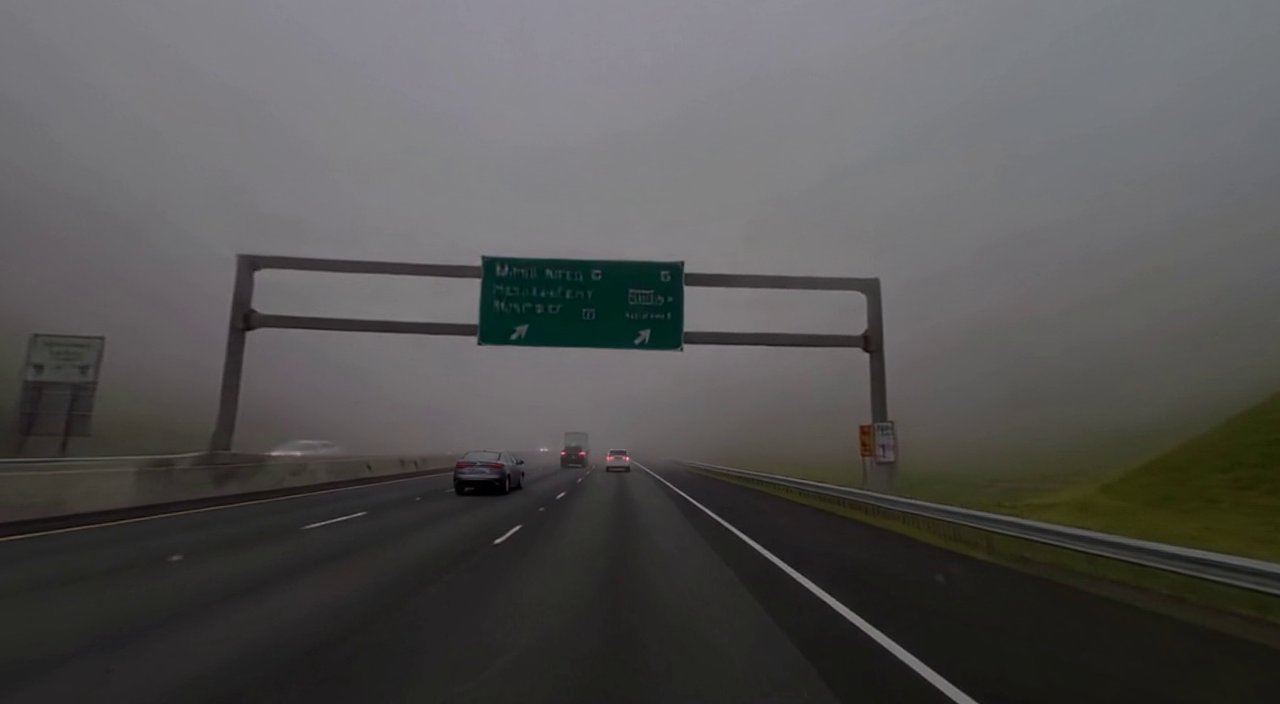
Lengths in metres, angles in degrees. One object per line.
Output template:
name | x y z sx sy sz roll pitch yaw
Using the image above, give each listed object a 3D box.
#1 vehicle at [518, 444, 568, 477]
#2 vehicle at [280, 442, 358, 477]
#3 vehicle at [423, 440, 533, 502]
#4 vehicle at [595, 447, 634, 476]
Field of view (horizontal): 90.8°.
vehicle | -5.202 5.865 34.292 2.118 1.624 4.032 0 -9 -1
vehicle | -15.402 5.171 30.509 1.869 1.545 3.739 0 -9 -2
vehicle | -4.653 3.481 18.867 2.208 1.619 4.162 0 -9 -1
vehicle | -1.415 6.002 34.810 1.988 1.440 4.201 0 -9 -3
